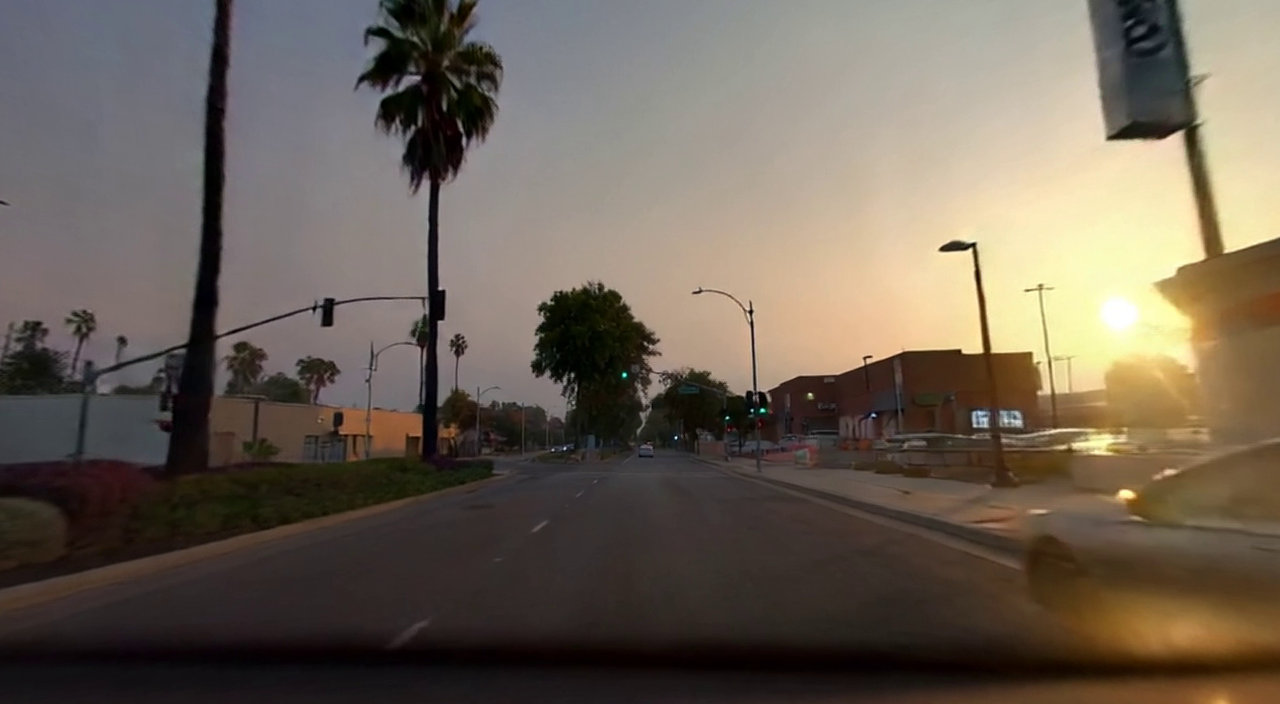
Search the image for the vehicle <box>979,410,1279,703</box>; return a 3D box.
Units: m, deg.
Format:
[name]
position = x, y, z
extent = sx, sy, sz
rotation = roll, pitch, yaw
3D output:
[vehicle]
position = 4.023, 1.040, 2.986
extent = 2.047, 1.491, 4.634
rotation = 1, -7, -3
